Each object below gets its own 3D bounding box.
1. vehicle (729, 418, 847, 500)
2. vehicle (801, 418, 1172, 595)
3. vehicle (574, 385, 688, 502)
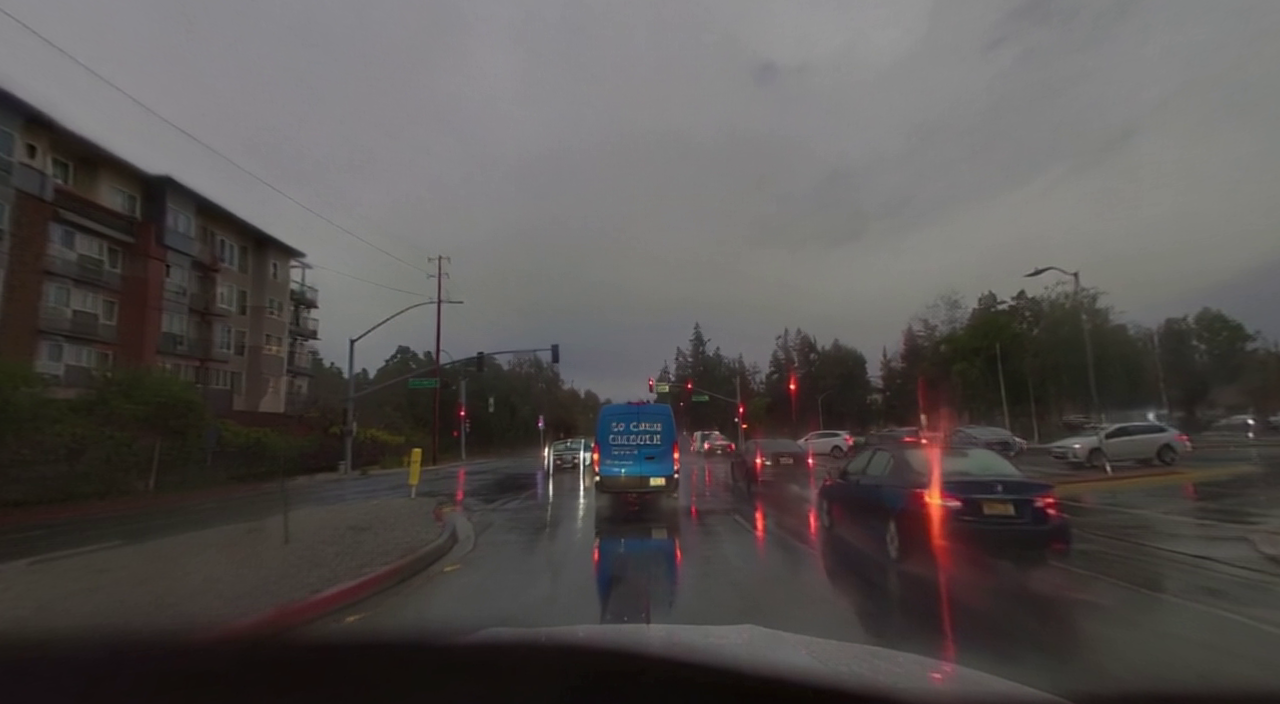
[{"bbox_3d":[3.531,2.654,15.948,1.965,1.771,4.295,0,-8,0],"label":"vehicle"},{"bbox_3d":[3.520,1.644,7.681,1.951,1.483,4.582,0,-8,1],"label":"vehicle"},{"bbox_3d":[-0.078,2.314,16.013,2.422,2.488,4.992,-1,-8,3],"label":"vehicle"}]
